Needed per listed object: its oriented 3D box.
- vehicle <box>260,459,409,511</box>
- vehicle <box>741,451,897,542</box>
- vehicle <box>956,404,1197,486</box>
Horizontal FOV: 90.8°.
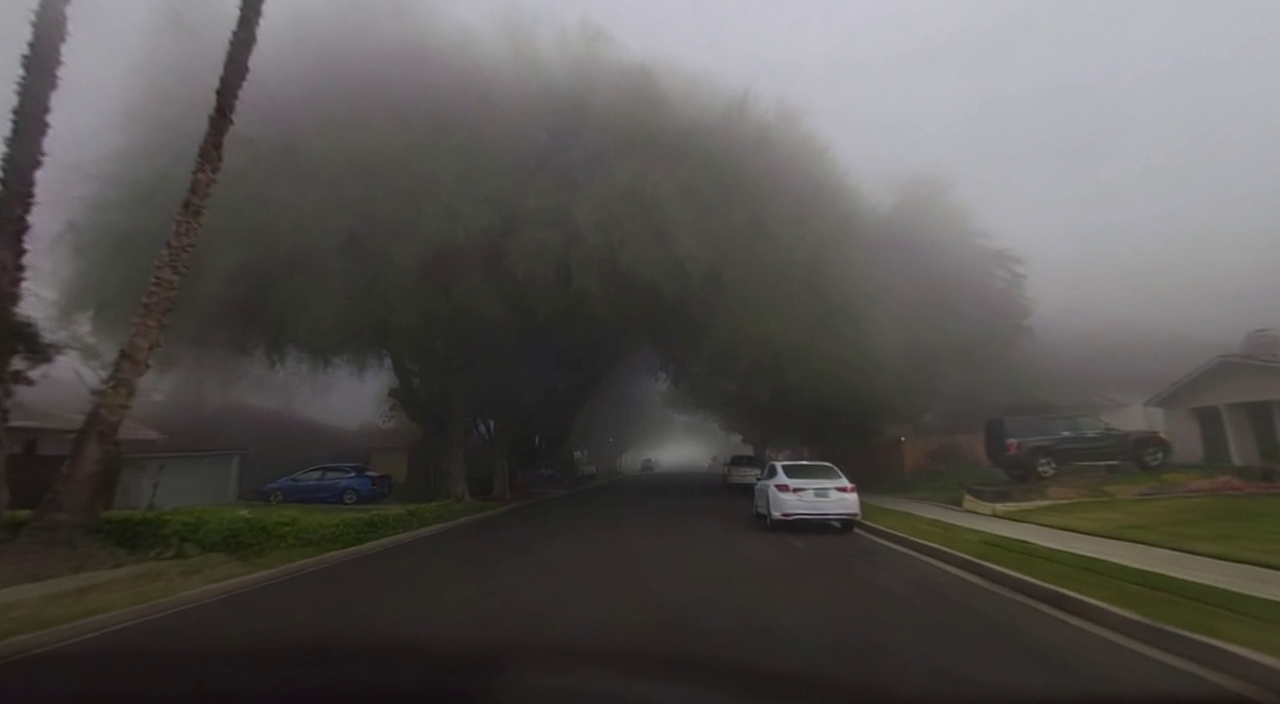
[{"bbox_3d":[-11.283,4.904,23.551,4.511,1.809,2.018,-1,-10,5],"label":"vehicle"},{"bbox_3d":[3.395,2.830,13.058,2.009,1.506,4.698,0,-9,2],"label":"vehicle"},{"bbox_3d":[11.707,2.607,17.350,4.861,1.911,2.181,1,-13,6],"label":"vehicle"}]
